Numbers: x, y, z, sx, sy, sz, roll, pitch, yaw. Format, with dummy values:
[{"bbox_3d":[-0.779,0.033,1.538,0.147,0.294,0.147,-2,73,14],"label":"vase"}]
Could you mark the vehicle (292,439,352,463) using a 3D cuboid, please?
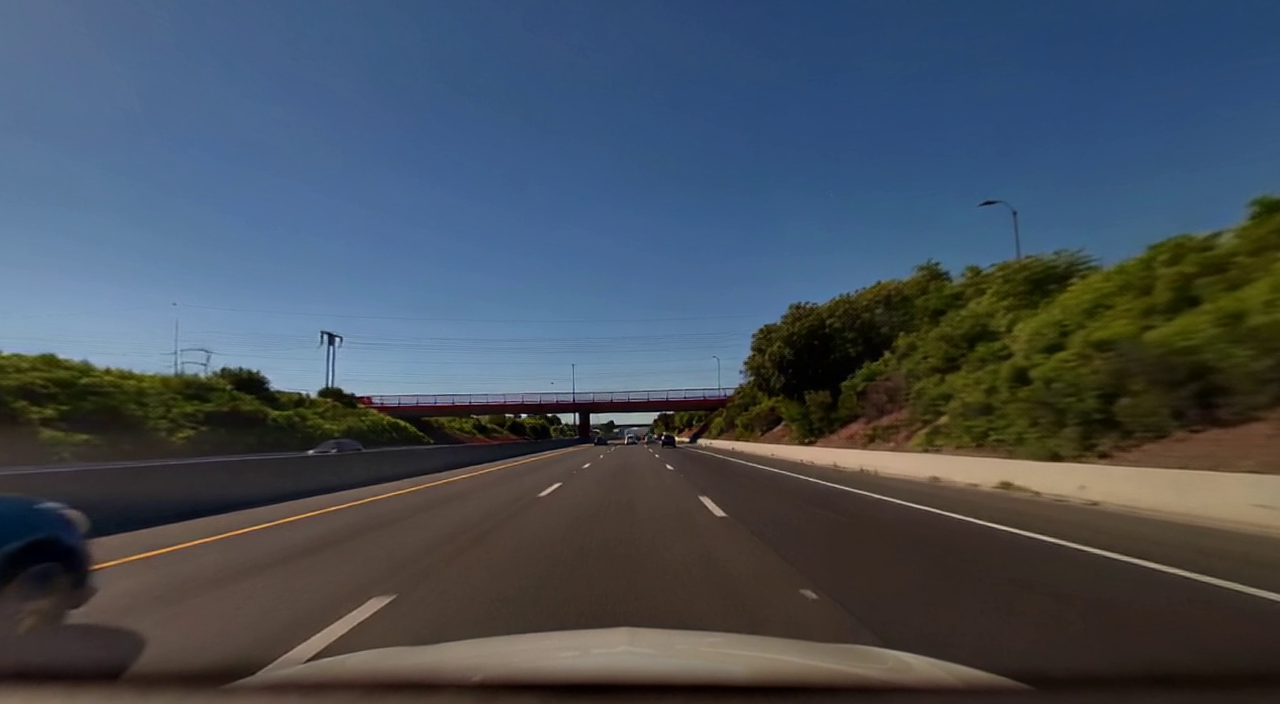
[{"bbox_3d":[-20.562,6.402,40.947,1.847,1.443,4.064,0,-8,0],"label":"vehicle"}]
